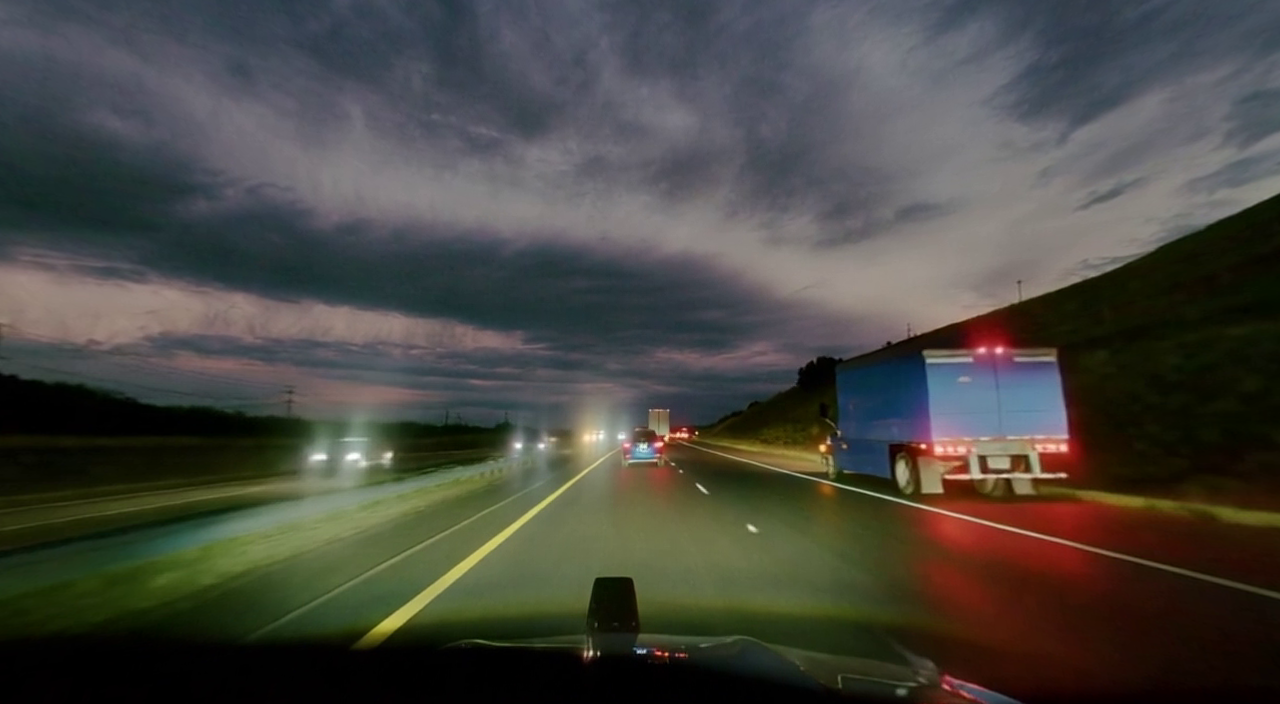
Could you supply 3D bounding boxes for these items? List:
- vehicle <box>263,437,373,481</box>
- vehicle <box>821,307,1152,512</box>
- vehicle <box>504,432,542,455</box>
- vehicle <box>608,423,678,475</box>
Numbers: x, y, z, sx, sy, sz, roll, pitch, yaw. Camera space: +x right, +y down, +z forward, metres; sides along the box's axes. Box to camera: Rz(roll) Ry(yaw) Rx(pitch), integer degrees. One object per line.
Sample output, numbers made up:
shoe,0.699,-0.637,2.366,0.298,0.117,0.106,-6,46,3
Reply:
vehicle,-12.305,4.081,24.416,1.916,1.522,4.426,0,-8,0
vehicle,7.391,1.582,15.638,3.010,3.638,8.978,0,-8,0
vehicle,-8.000,6.304,43.329,1.869,1.521,4.034,0,-8,0
vehicle,0.064,3.362,22.012,2.216,1.623,4.220,0,-8,-1
